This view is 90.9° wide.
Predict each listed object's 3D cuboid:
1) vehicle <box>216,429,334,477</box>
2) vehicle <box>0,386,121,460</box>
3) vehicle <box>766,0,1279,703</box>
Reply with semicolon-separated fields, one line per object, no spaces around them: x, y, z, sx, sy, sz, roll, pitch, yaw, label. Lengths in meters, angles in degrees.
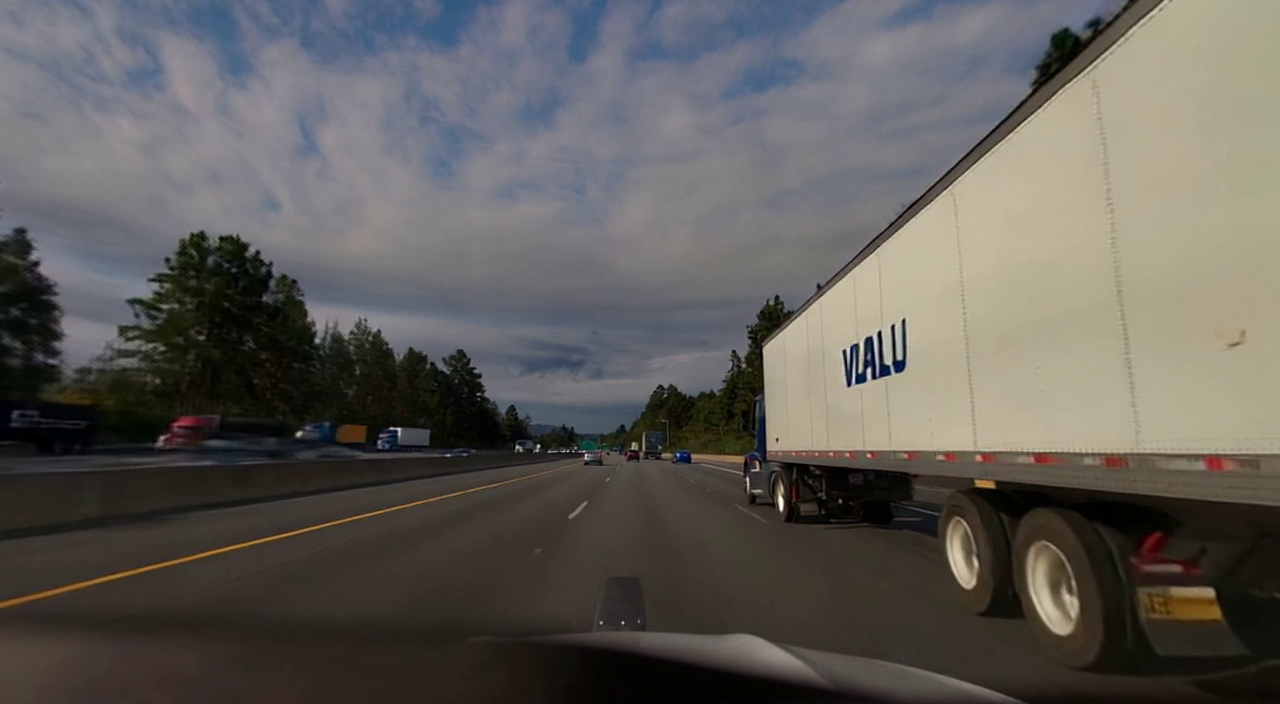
-16.145;4.514;28.336;2.163;1.930;5.305;0;-9;-1;vehicle
-36.832;3.984;35.282;2.867;4.022;14.159;0;-9;3;vehicle
4.401;0.404;6.961;2.847;4.075;14.244;0;-9;-1;vehicle
